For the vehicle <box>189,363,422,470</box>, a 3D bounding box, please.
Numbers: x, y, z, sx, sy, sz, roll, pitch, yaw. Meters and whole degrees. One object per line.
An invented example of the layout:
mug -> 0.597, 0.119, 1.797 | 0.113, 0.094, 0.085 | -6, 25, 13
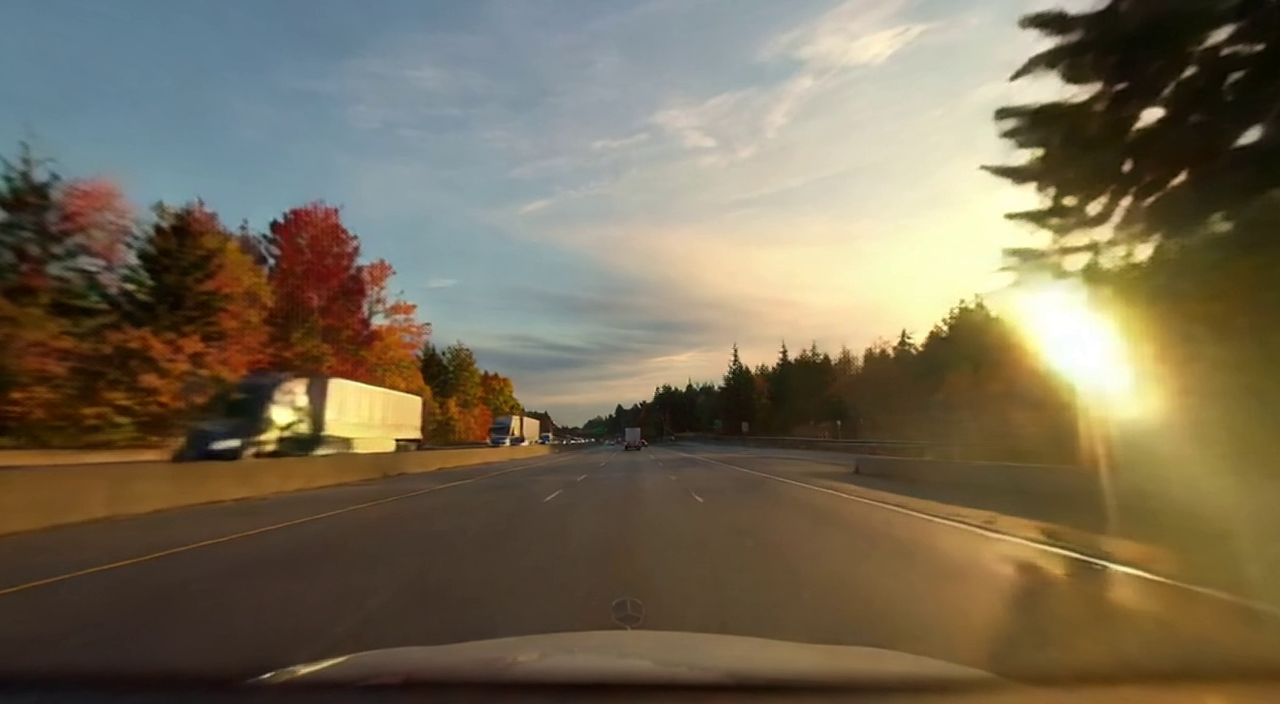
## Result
vehicle -> -16.006, 3.700, 33.093 | 2.997, 4.179, 16.997 | 0, -8, 0

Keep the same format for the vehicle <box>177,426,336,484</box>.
vehicle -> -11.311, 3.061, 19.048 | 1.948, 1.519, 4.592 | 0, -8, 0
